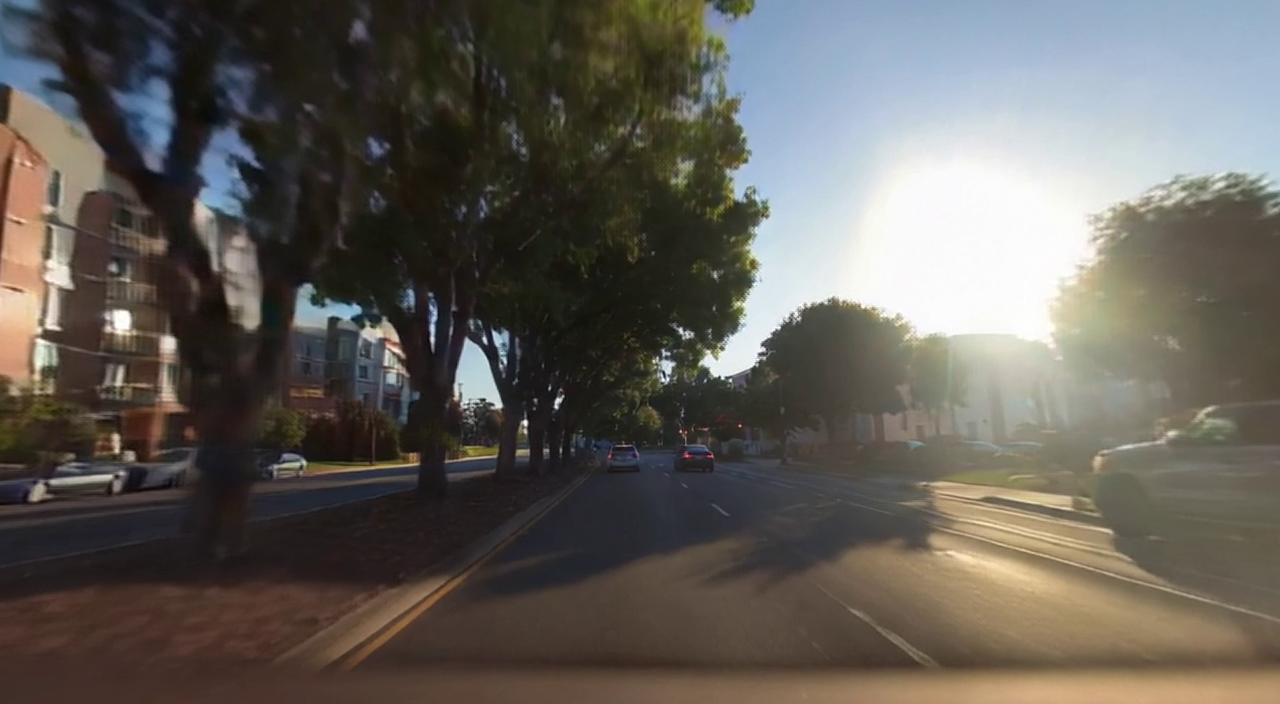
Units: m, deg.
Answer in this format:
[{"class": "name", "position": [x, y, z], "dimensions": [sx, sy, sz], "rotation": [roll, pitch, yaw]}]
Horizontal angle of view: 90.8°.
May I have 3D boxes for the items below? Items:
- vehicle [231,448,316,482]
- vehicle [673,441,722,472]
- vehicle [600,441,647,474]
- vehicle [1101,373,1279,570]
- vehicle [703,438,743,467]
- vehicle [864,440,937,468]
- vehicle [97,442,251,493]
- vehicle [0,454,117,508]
[{"class": "vehicle", "position": [-19.709, 6.057, 34.250], "dimensions": [2.019, 1.687, 4.484], "rotation": [0, -8, -2]}, {"class": "vehicle", "position": [2.980, 5.525, 33.602], "dimensions": [1.993, 1.477, 4.240], "rotation": [0, -8, -3]}, {"class": "vehicle", "position": [-0.796, 5.001, 30.187], "dimensions": [2.101, 1.444, 4.248], "rotation": [0, -8, -2]}, {"class": "vehicle", "position": [10.232, 1.537, 8.048], "dimensions": [3.082, 2.655, 7.381], "rotation": [0, -8, 0]}, {"class": "vehicle", "position": [6.054, 7.362, 46.627], "dimensions": [2.052, 1.990, 4.736], "rotation": [0, -8, -2]}, {"class": "vehicle", "position": [19.862, 7.781, 48.464], "dimensions": [2.150, 1.966, 5.027], "rotation": [3, -9, -23]}, {"class": "vehicle", "position": [-19.464, 4.797, 26.860], "dimensions": [2.241, 1.891, 5.637], "rotation": [0, -8, 0]}, {"class": "vehicle", "position": [-19.506, 4.025, 19.992], "dimensions": [1.874, 1.483, 4.742], "rotation": [0, -8, 0]}]
